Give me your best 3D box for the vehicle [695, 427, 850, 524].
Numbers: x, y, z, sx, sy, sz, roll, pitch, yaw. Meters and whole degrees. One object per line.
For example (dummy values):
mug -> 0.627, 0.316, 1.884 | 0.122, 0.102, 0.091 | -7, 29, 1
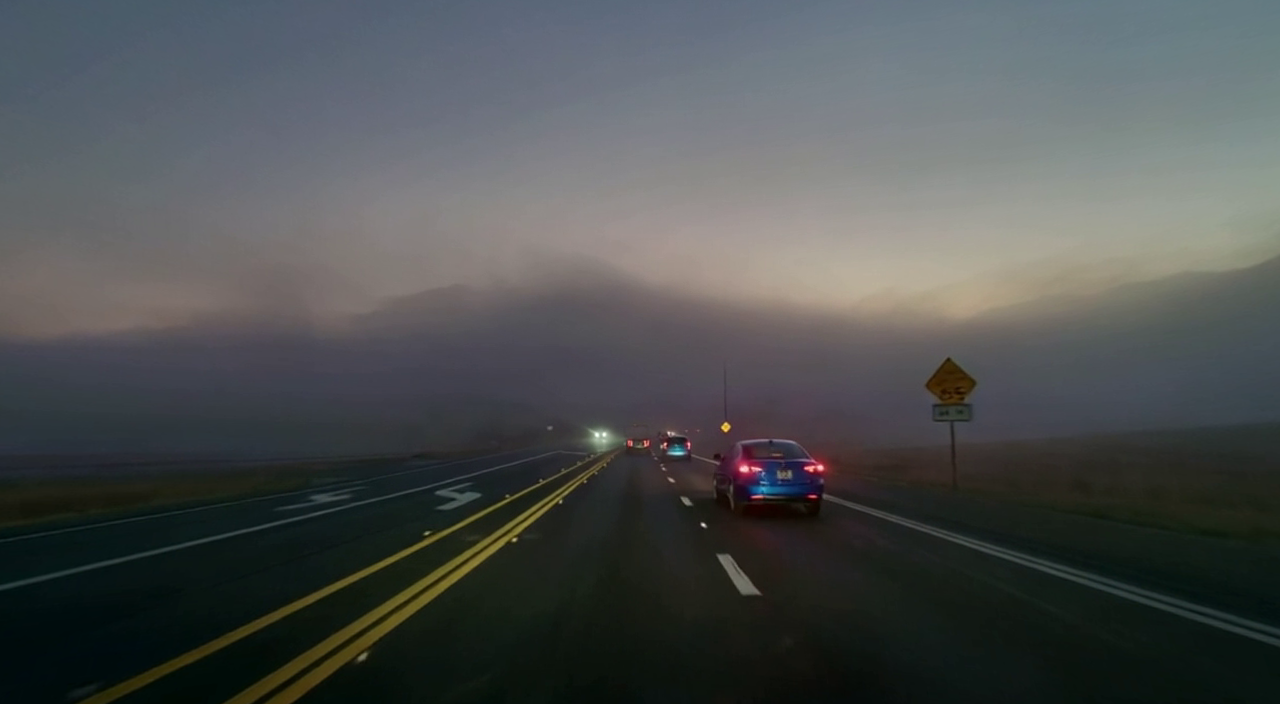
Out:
vehicle -> 2.313, 2.280, 12.186 | 2.007, 1.534, 3.976 | 0, -8, -2

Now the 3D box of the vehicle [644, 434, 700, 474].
vehicle -> 1.258, 4.312, 26.907 | 2.026, 1.531, 4.273 | 0, -8, -2
